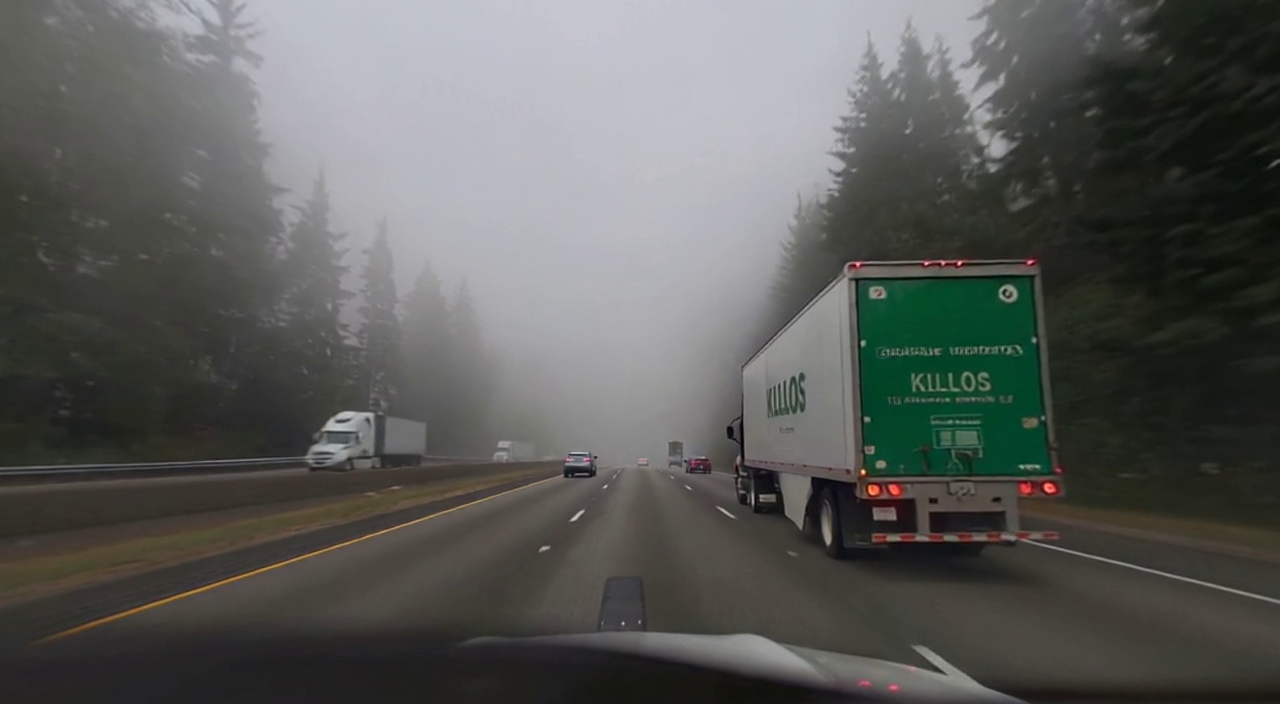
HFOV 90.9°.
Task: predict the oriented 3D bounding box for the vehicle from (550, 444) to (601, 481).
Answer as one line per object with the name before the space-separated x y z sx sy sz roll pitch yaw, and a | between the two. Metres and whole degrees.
vehicle | -3.115 5.435 31.132 2.017 1.683 4.309 0 -9 0

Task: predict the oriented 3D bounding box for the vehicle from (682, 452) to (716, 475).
vehicle | 4.369 8.381 47.434 2.176 1.598 3.878 0 -9 0

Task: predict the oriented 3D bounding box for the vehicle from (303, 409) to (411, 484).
vehicle | -15.869 5.398 35.927 2.948 3.821 6.296 0 -9 2

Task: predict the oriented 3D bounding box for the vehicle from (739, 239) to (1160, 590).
vehicle | 4.285 1.512 12.685 2.914 3.998 11.103 0 -9 1
